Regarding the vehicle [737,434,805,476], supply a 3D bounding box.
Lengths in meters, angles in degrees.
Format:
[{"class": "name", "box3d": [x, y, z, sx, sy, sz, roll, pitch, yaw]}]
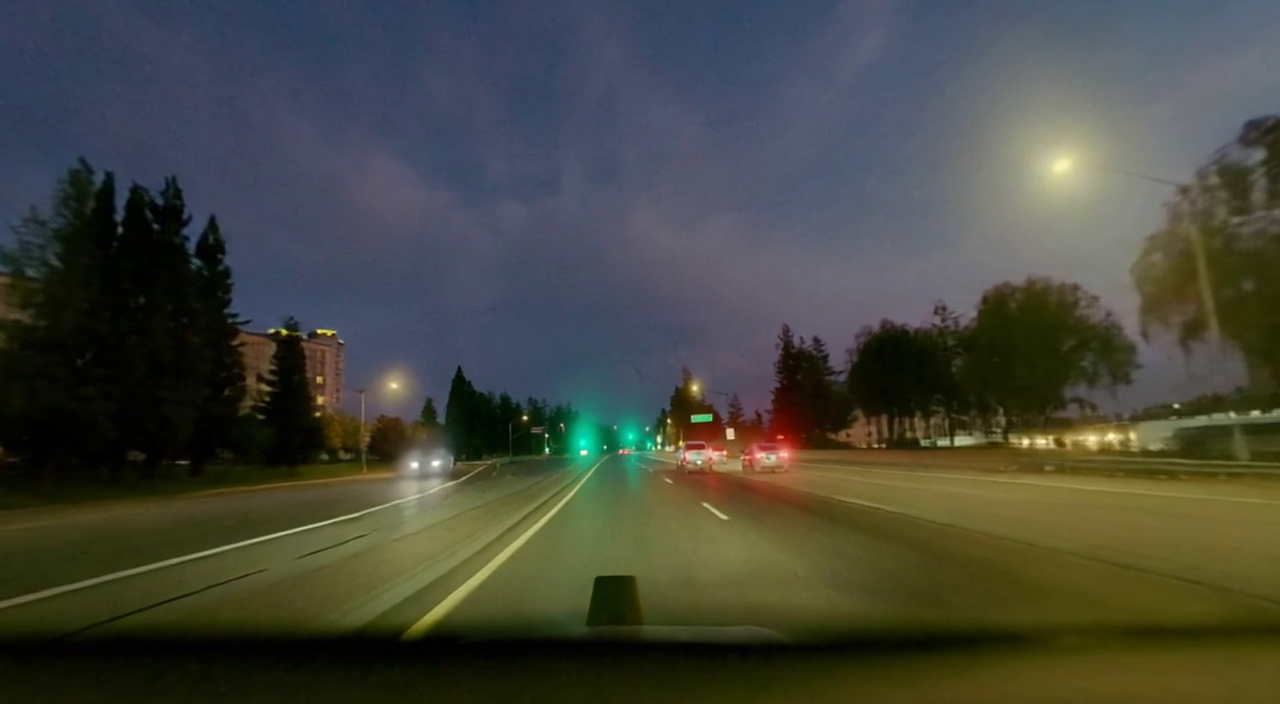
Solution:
[{"class": "vehicle", "box3d": [5.873, 4.693, 28.979, 1.946, 1.773, 4.641, 0, -9, -3]}]

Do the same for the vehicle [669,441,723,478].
[{"class": "vehicle", "box3d": [2.509, 4.981, 29.520, 1.917, 1.538, 4.259, 0, -9, -3]}]

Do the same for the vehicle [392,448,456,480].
[{"class": "vehicle", "box3d": [-11.495, 5.945, 33.954, 1.802, 1.560, 4.476, 0, -9, 1]}]
